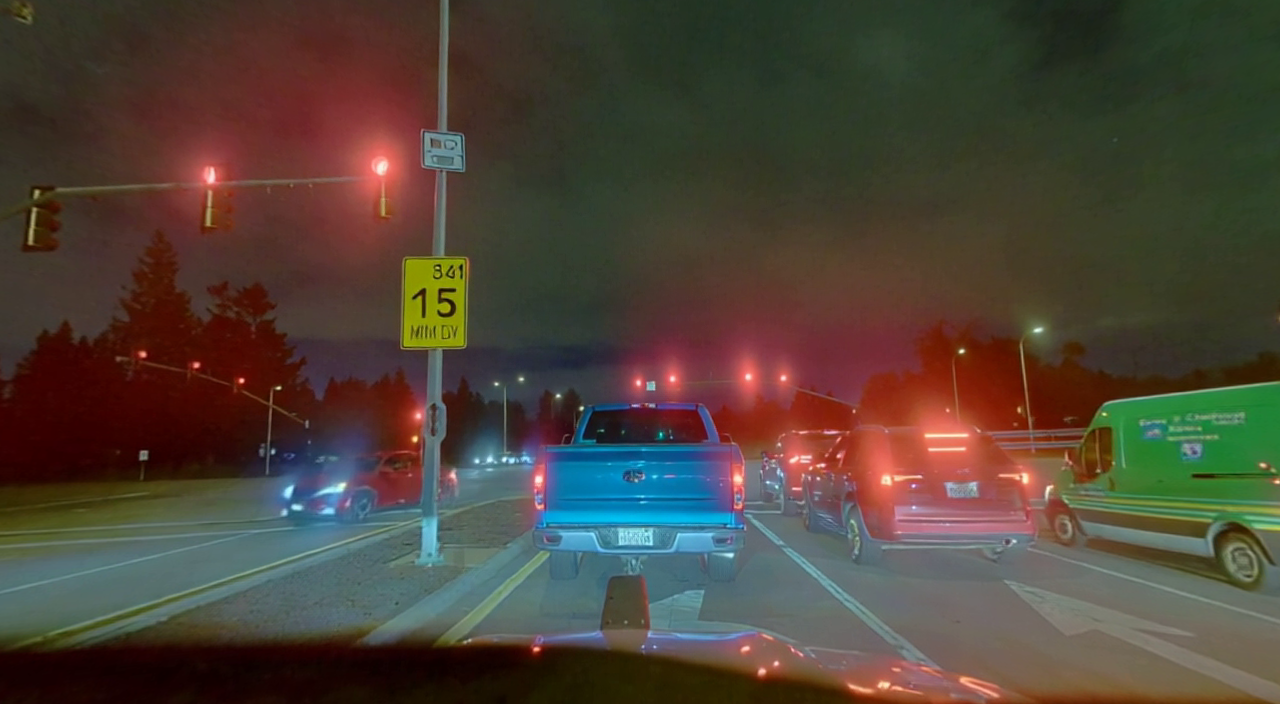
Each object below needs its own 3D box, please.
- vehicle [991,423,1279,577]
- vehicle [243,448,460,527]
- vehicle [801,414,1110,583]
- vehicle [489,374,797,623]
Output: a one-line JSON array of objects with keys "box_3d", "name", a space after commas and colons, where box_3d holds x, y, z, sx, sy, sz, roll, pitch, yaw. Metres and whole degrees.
[{"box_3d": [6.834, 1.740, 8.271, 1.973, 1.470, 4.228, 0, -8, 0], "name": "vehicle"}, {"box_3d": [-6.805, 3.208, 15.724, 2.410, 1.596, 4.931, -2, -9, 11], "name": "vehicle"}, {"box_3d": [3.580, 1.717, 8.186, 1.981, 1.616, 4.006, 0, -8, 1], "name": "vehicle"}, {"box_3d": [0.053, 1.474, 7.346, 2.326, 1.880, 4.964, 0, -8, 1], "name": "vehicle"}]
